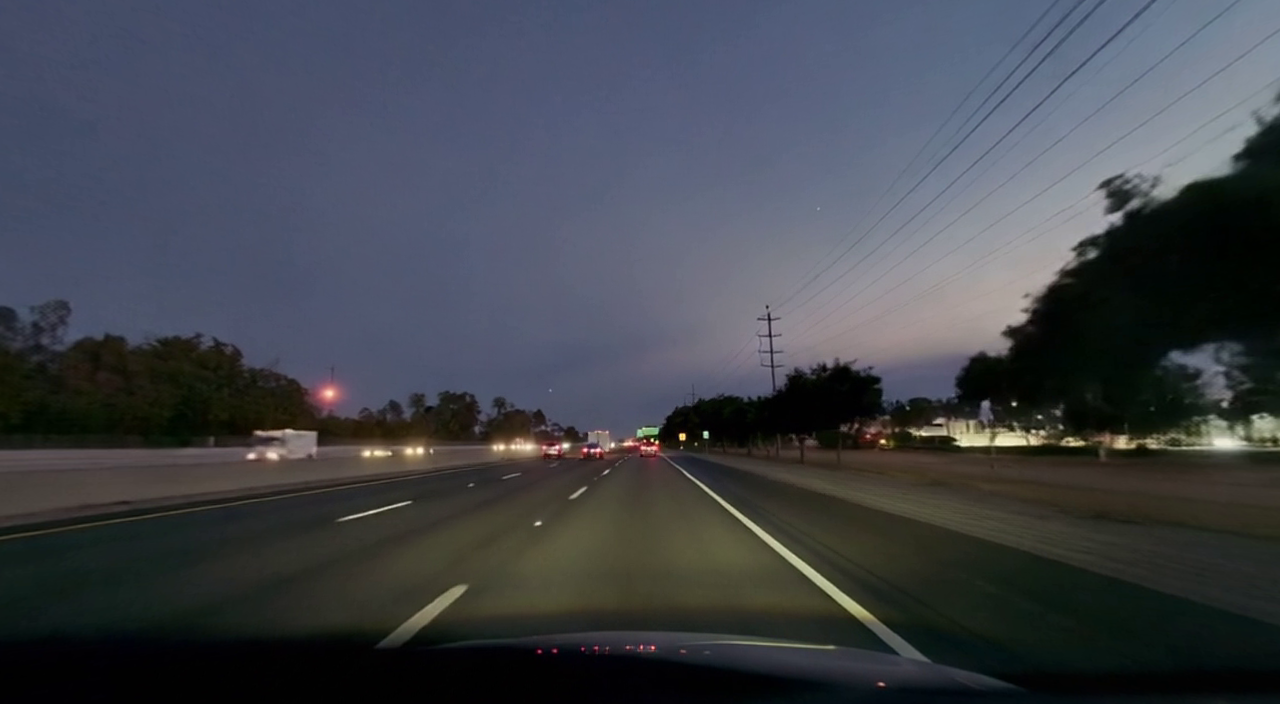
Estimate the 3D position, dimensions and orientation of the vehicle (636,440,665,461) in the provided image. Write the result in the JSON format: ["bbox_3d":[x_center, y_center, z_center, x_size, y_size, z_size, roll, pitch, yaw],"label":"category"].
[{"bbox_3d":[0.794,7.326,46.702,2.057,1.453,3.926,0,-8,1],"label":"vehicle"}]

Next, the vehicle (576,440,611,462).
[{"bbox_3d":[-3.224,6.990,44.320,2.046,1.478,4.111,0,-8,1],"label":"vehicle"}]

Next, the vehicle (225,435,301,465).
[{"bbox_3d":[-29.154,7.590,48.815,2.253,2.185,5.831,0,-8,1],"label":"vehicle"}]
